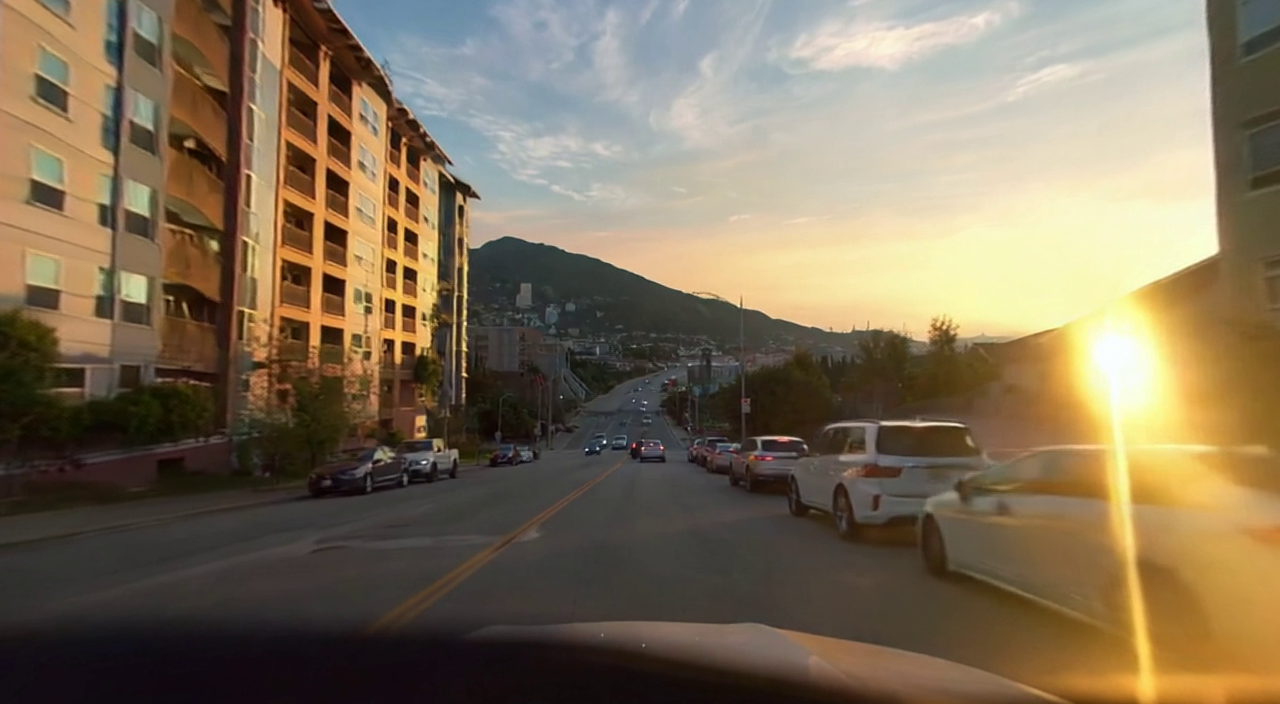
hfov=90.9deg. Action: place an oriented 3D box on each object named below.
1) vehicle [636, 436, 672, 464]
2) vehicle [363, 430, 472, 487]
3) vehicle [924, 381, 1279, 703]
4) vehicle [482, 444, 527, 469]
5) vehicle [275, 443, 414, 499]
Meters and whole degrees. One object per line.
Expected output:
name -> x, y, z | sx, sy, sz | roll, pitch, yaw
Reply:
vehicle -> 0.895, 6.460, 41.555 | 2.261, 1.740, 4.065 | 0, -8, 0
vehicle -> -8.962, 4.339, 26.071 | 2.457, 2.048, 5.461 | 0, -8, 0
vehicle -> 3.778, 1.164, 4.523 | 1.946, 1.607, 3.082 | 0, -8, -1
vehicle -> -8.803, 6.821, 41.331 | 2.021, 1.474, 4.337 | 0, -8, -1
vehicle -> -9.206, 3.722, 20.171 | 2.089, 1.549, 4.597 | -1, -8, 2
